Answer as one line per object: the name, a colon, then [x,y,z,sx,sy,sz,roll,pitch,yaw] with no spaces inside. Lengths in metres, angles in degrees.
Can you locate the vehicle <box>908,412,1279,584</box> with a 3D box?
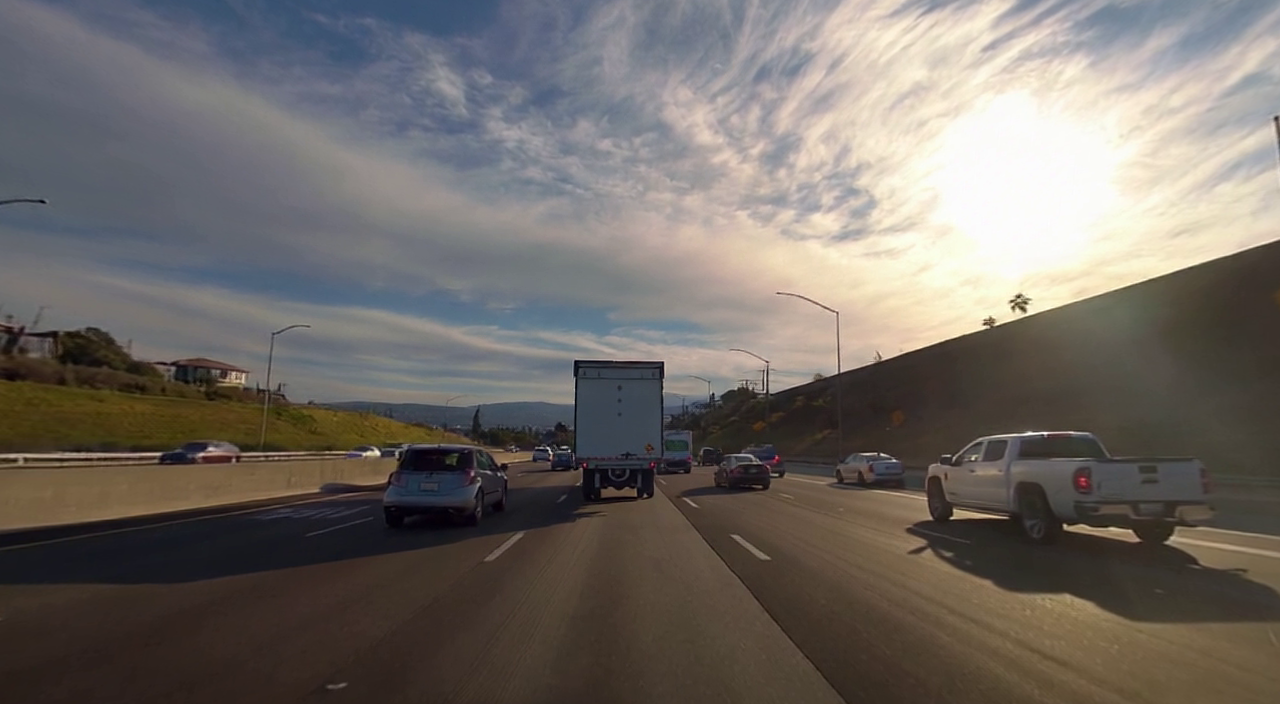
vehicle: [6.118,1.866,9.021,2.188,1.731,5.031,0,-9,-2]

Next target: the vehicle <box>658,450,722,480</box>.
vehicle: [2.665,6.461,36.807,3.009,1.501,8.887,0,-9,0]

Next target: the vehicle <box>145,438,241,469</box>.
vehicle: [-23.094,5.263,32.861,1.842,1.473,4.311,0,-9,0]

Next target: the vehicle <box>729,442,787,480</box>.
vehicle: [6.277,5.854,34.177,2.070,1.888,4.546,0,-9,-2]

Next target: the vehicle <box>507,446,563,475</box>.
vehicle: [-5.779,6.021,35.411,1.973,1.471,4.779,-1,-9,4]

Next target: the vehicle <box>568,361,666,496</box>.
vehicle: [-0.728,3.090,24.466,2.906,4.040,10.743,0,-9,0]

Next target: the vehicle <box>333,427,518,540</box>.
vehicle: [-3.574,2.255,11.456,1.946,1.641,4.105,0,-9,-1]
